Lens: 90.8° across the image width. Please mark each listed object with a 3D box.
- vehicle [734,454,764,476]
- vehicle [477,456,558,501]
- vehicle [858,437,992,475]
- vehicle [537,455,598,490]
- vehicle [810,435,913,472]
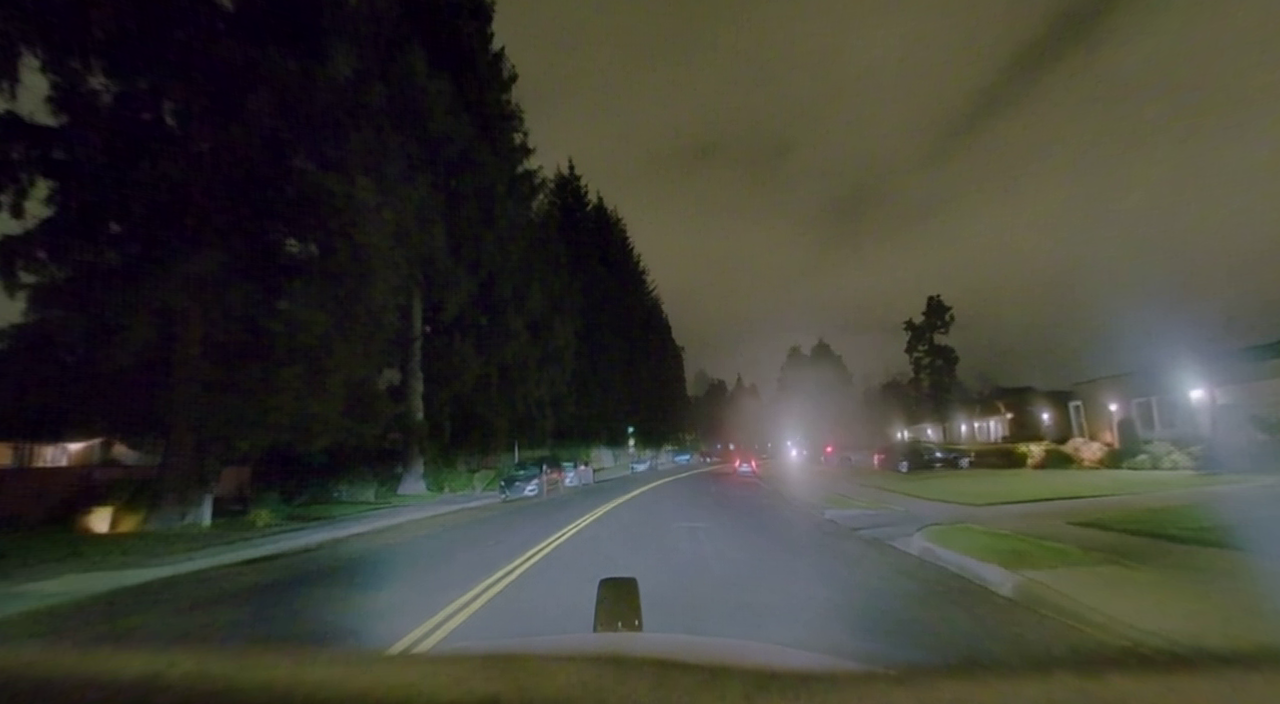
[{"bbox_3d":[7.767,8.022,45.006,1.972,1.460,4.137,-2,-9,10],"label":"vehicle"},{"bbox_3d":[-4.646,5.011,24.652,1.886,1.494,4.149,-2,-14,7],"label":"vehicle"},{"bbox_3d":[12.071,4.448,27.007,4.744,1.507,1.953,-1,-9,3],"label":"vehicle"},{"bbox_3d":[-3.548,6.129,31.817,1.972,1.536,4.347,-2,-14,8],"label":"vehicle"},{"bbox_3d":[12.020,5.558,34.624,5.009,1.906,2.046,-2,-9,12],"label":"vehicle"}]
